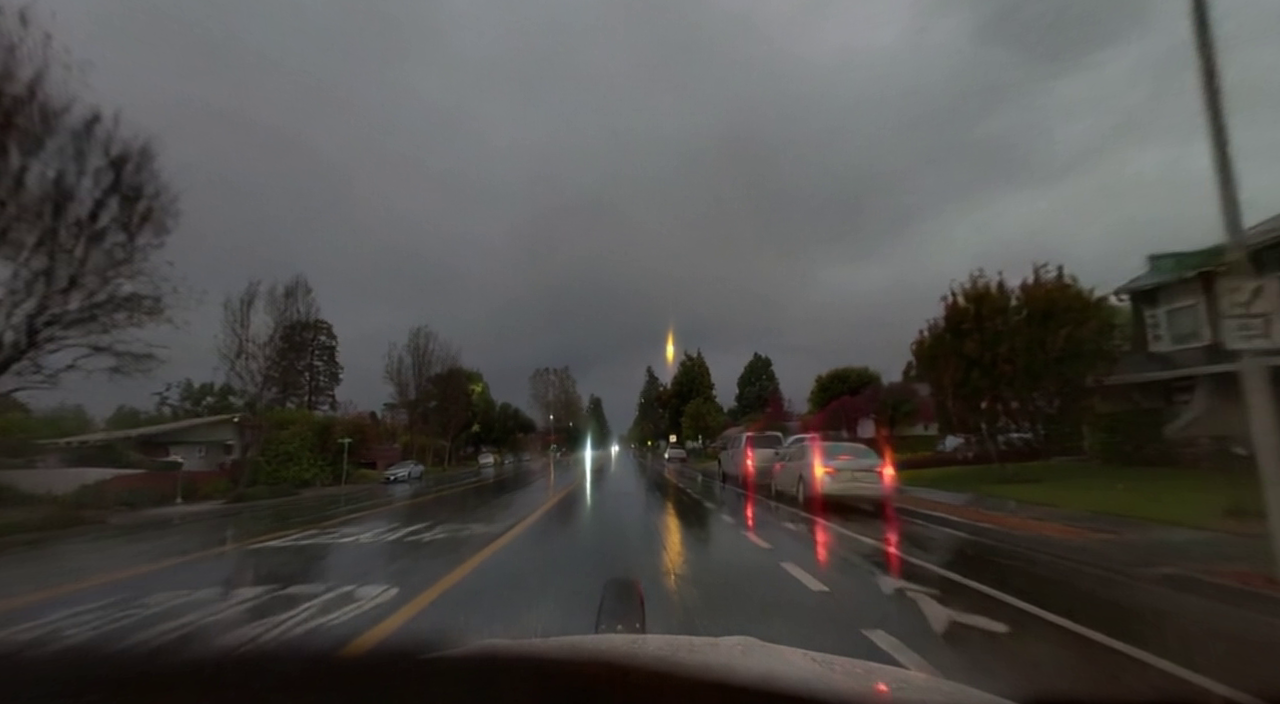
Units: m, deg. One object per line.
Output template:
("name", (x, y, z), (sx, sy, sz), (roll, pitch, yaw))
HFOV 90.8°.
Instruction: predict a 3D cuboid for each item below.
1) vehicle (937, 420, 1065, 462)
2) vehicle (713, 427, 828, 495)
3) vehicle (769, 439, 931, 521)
("vehicle", (16.352, 4.069, 28.808), (4.524, 1.805, 2.067), (-1, -9, 0))
("vehicle", (3.971, 3.471, 20.500), (2.293, 1.858, 5.868), (0, -9, -2))
("vehicle", (4.319, 2.690, 13.835), (1.919, 1.474, 4.370), (0, -9, -2))
